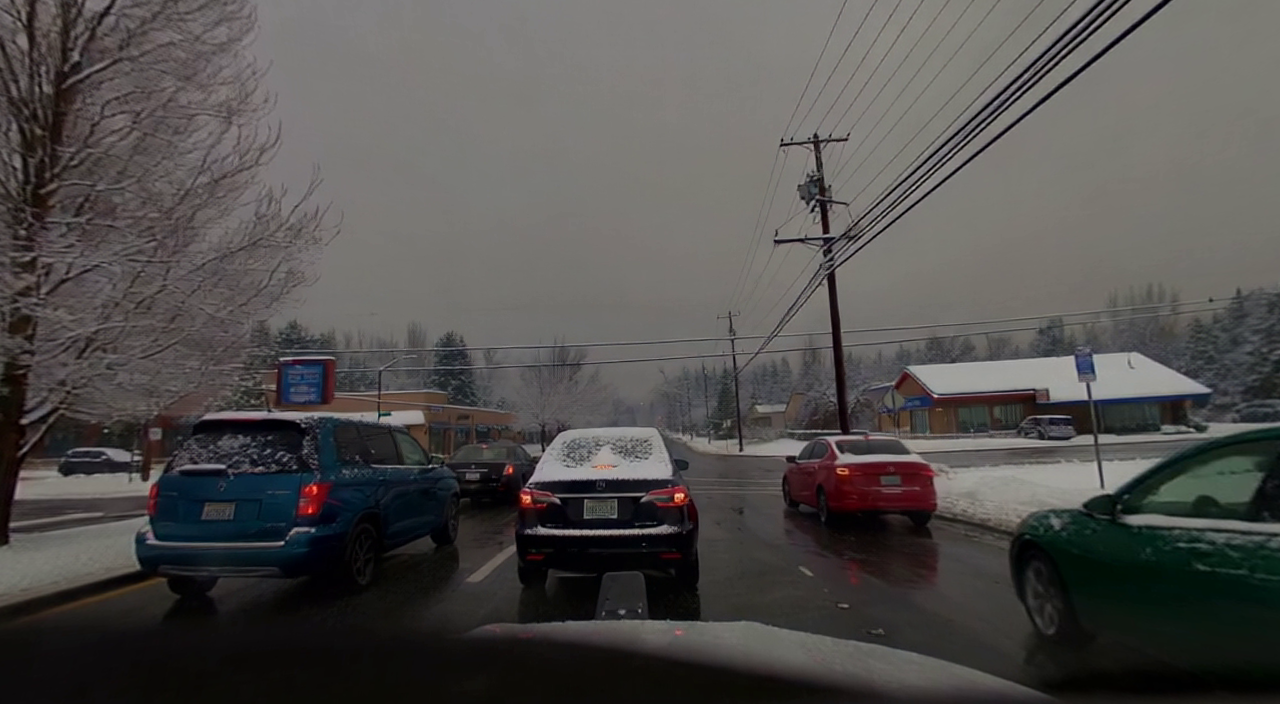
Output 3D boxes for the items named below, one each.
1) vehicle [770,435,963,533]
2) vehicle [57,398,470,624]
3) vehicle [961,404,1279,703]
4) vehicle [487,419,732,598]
[{"bbox_3d":[3.919,2.347,11.867,1.909,1.473,4.361,0,-9,-1],"label":"vehicle"},{"bbox_3d":[-3.436,1.525,6.998,1.979,1.697,4.254,0,-9,-1],"label":"vehicle"},{"bbox_3d":[3.632,1.002,2.882,1.929,1.479,4.723,0,-9,1],"label":"vehicle"},{"bbox_3d":[-0.316,1.632,7.397,2.097,1.511,3.809,0,-9,-2],"label":"vehicle"}]
